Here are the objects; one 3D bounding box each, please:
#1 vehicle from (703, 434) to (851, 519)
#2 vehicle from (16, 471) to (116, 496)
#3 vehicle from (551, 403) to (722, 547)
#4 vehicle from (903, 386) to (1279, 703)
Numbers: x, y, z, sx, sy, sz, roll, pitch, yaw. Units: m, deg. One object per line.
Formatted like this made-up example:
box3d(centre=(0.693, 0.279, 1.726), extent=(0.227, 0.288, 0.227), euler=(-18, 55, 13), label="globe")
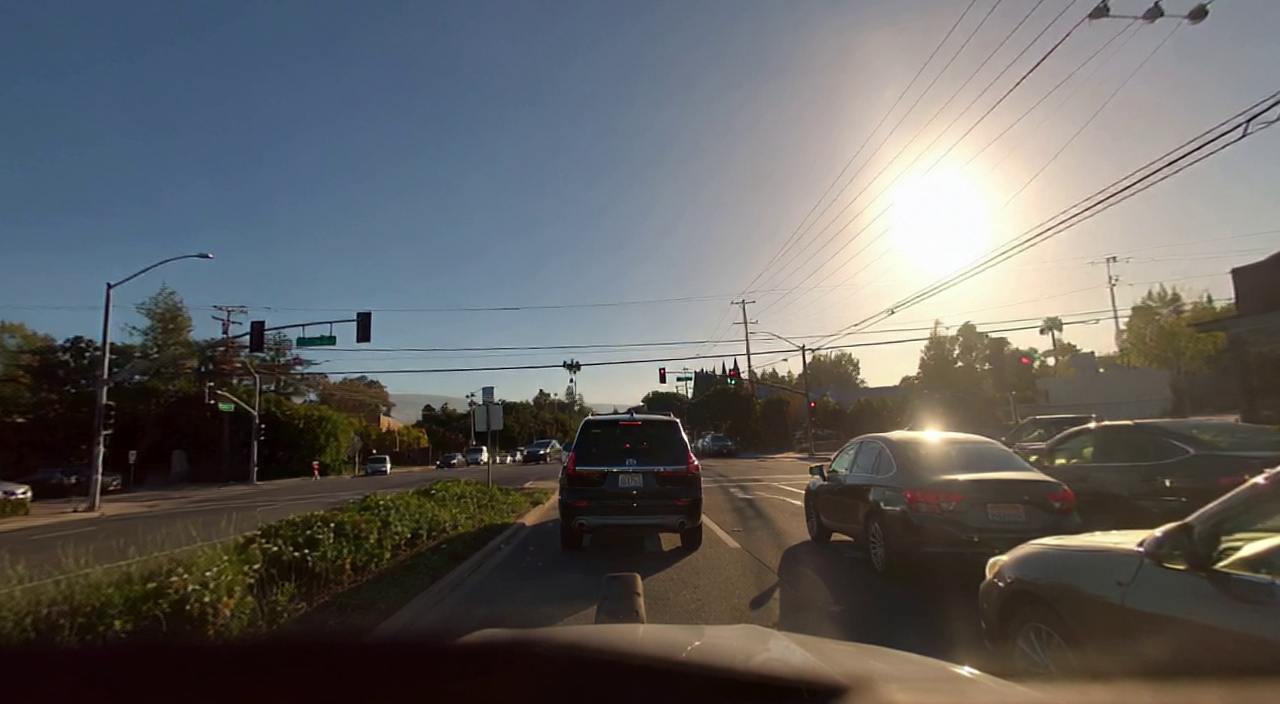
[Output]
box3d(centre=(2.656, 2.541, 13.444), extent=(2.025, 1.477, 4.333), euler=(0, -9, -2), label="vehicle")
box3d(centre=(-38.344, 8.786, 42.315), extent=(4.569, 1.505, 1.992), euler=(0, -9, -5), label="vehicle")
box3d(centre=(-0.121, 1.973, 10.774), extent=(2.236, 1.856, 4.816), euler=(0, -9, -2), label="vehicle")
box3d(centre=(2.730, 0.853, 1.887), extent=(2.004, 1.460, 4.297), euler=(0, -9, 0), label="vehicle")
